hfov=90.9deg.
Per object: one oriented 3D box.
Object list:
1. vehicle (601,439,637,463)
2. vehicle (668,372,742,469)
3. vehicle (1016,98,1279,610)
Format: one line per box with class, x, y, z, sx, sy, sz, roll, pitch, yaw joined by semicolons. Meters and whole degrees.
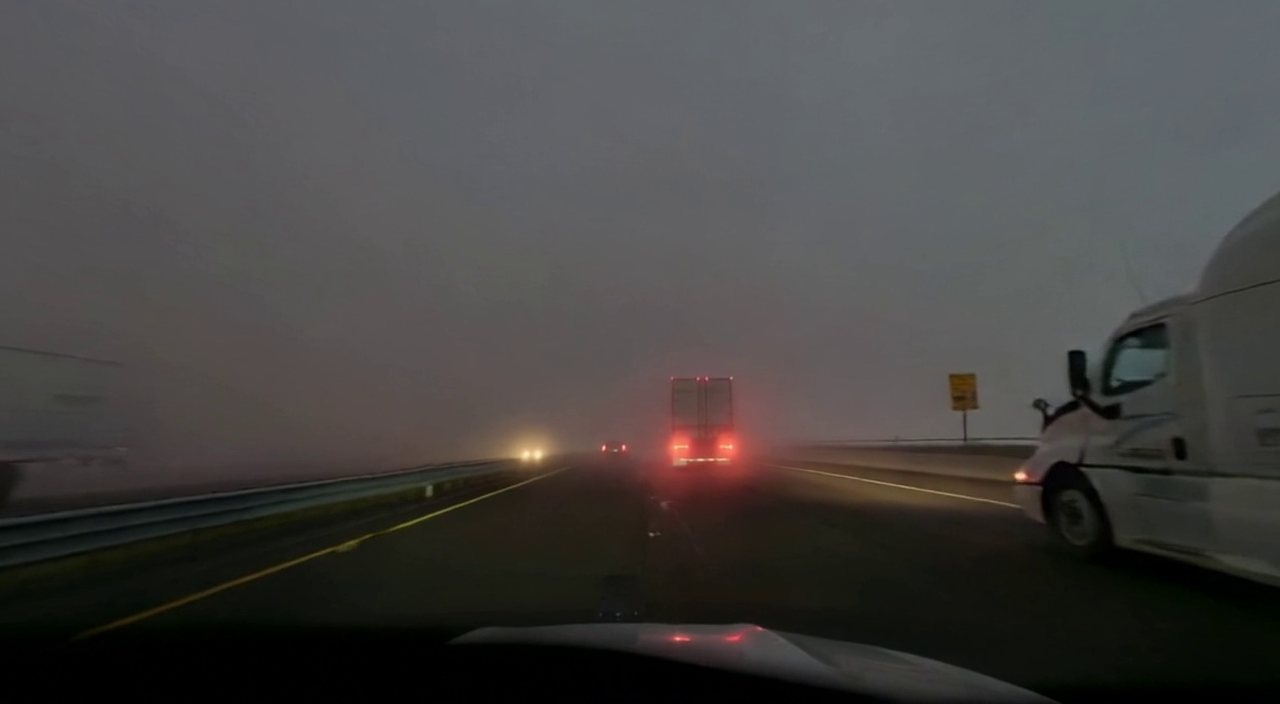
vehicle;-1.416;6.914;44.335;2.208;1.542;5.138;0;-8;2
vehicle;3.021;3.798;33.395;2.966;4.072;13.408;0;-8;2
vehicle;6.440;-0.239;3.035;2.946;3.946;10.224;0;-8;0
